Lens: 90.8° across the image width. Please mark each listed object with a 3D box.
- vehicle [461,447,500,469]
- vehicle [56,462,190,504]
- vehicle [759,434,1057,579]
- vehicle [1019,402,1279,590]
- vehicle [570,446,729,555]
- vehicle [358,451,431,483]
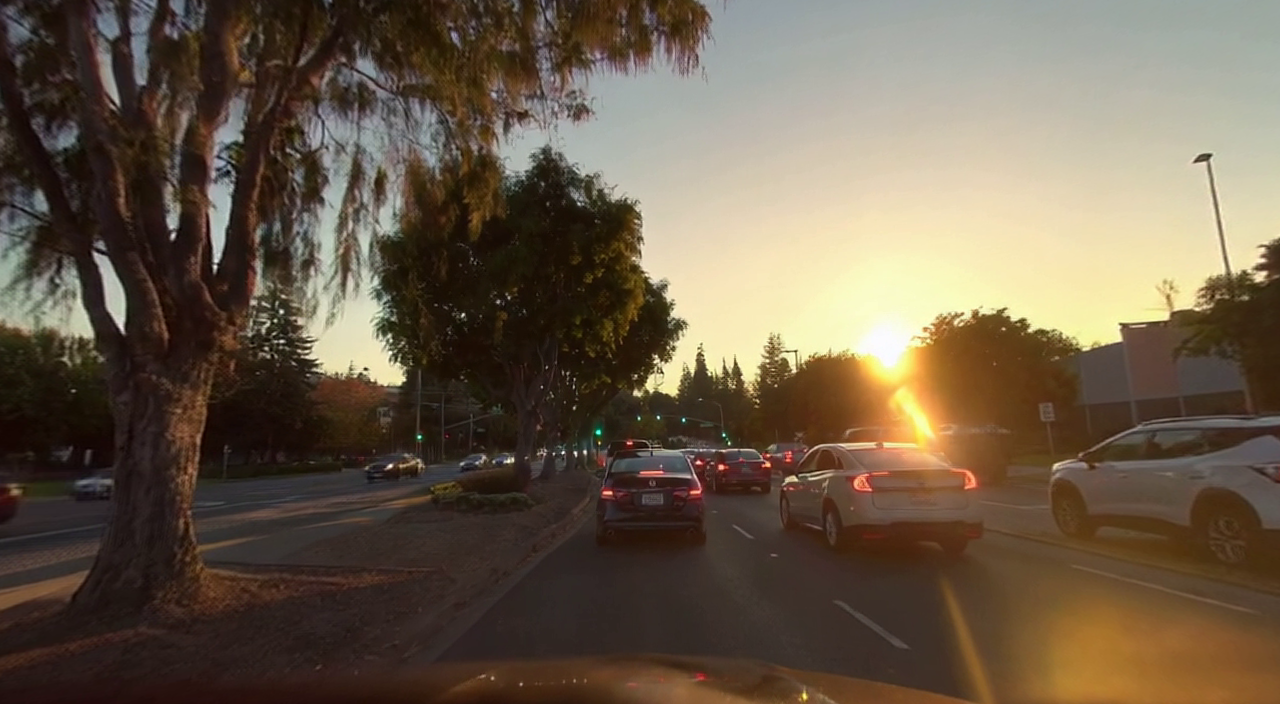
[{"bbox_3d":[-12.506,8.327,49.802,1.963,1.649,4.290,0,-9,0],"label":"vehicle"},{"bbox_3d":[-21.521,5.440,26.602,1.815,1.449,4.616,0,-9,-1],"label":"vehicle"},{"bbox_3d":[3.190,1.945,8.942,1.970,1.445,4.974,0,-9,-1],"label":"vehicle"},{"bbox_3d":[6.921,1.594,7.561,1.987,1.730,4.373,0,-9,-1],"label":"vehicle"},{"bbox_3d":[0.093,2.178,10.009,1.990,1.347,4.067,0,-9,-1],"label":"vehicle"},{"bbox_3d":[-12.358,5.813,32.160,1.943,1.467,4.442,0,-9,0],"label":"vehicle"}]
